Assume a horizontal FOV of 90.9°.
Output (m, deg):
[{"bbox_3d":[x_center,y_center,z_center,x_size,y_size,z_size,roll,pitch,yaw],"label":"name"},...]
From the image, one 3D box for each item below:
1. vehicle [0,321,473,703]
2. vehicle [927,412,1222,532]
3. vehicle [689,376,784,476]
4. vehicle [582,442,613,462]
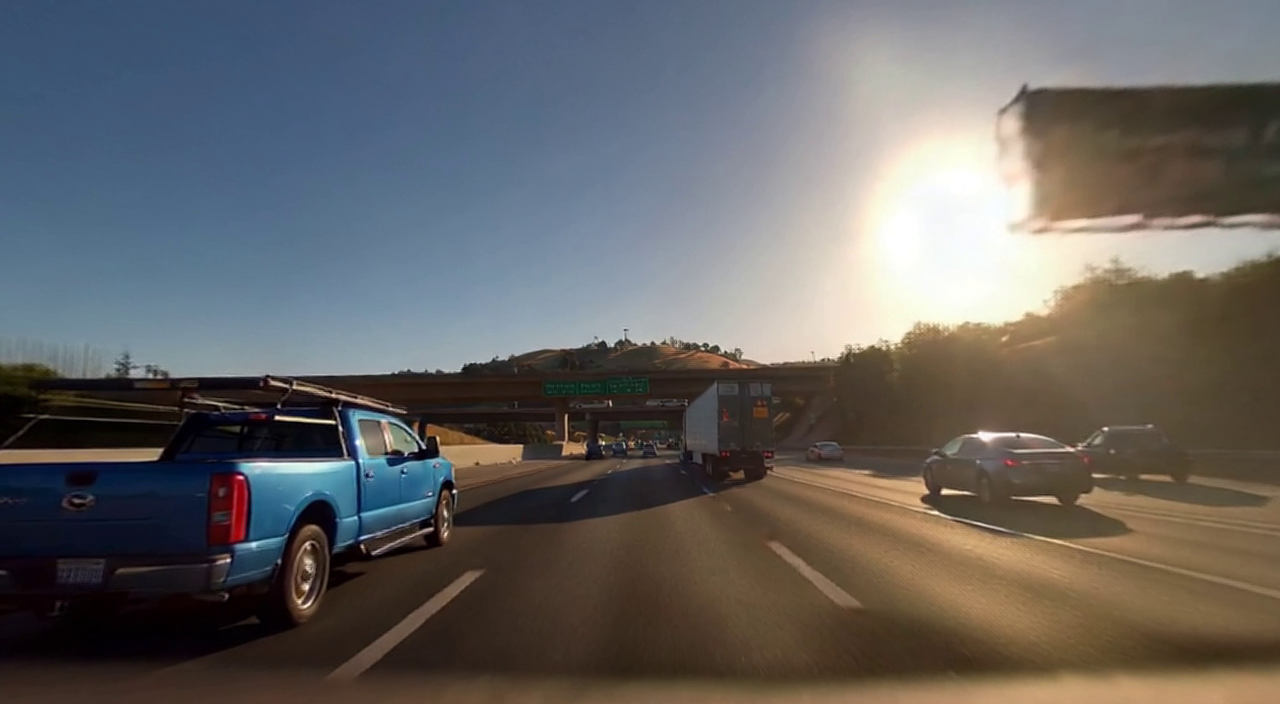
[{"bbox_3d":[-3.910,1.310,6.582,2.599,2.054,6.288,0,-8,0],"label":"vehicle"},{"bbox_3d":[7.301,2.064,11.416,1.999,1.700,4.640,0,-9,0],"label":"vehicle"},{"bbox_3d":[4.399,3.963,32.133,2.885,4.036,12.891,0,-8,0],"label":"vehicle"},{"bbox_3d":[-3.223,7.752,48.943,2.077,1.446,4.106,0,-8,1],"label":"vehicle"}]
